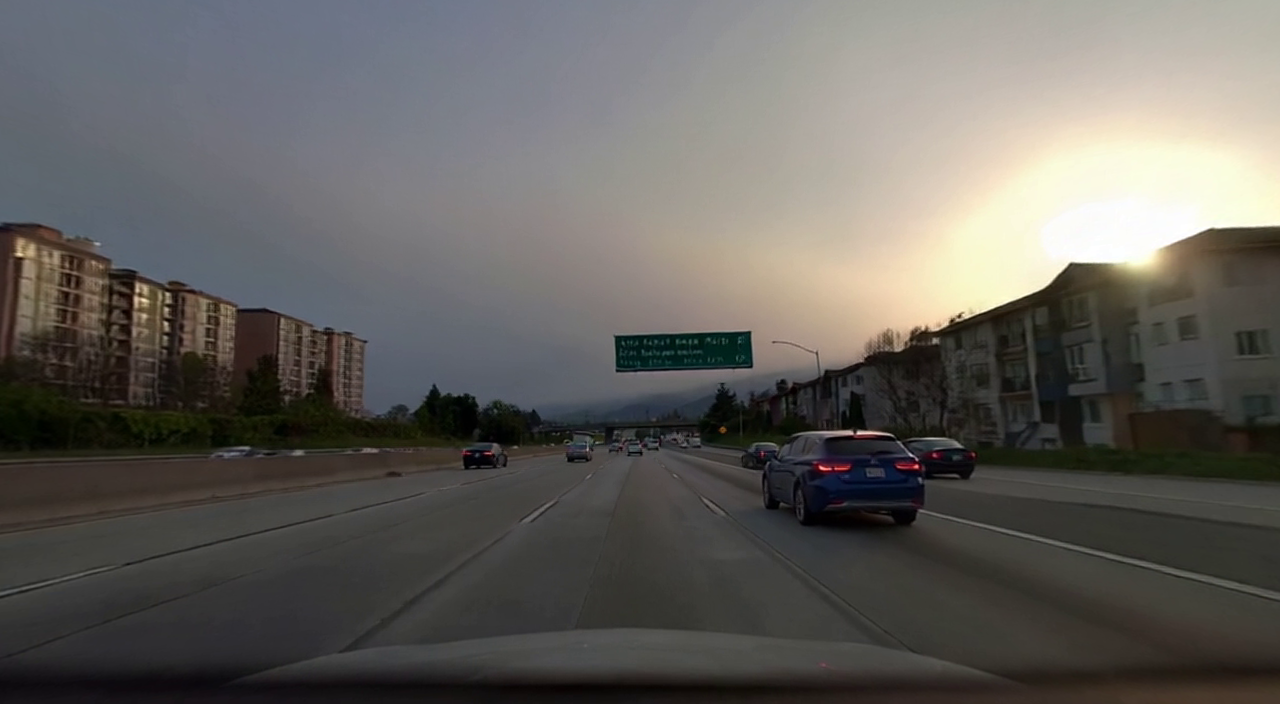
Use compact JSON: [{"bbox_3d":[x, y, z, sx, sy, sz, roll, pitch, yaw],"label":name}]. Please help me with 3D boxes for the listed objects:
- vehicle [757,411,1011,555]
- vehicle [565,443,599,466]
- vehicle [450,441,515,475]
[{"bbox_3d":[3.311,1.885,9.711,2.080,1.694,4.286,0,-9,-1],"label":"vehicle"},{"bbox_3d":[-3.896,6.977,43.150,2.002,1.466,4.378,0,-9,-1],"label":"vehicle"},{"bbox_3d":[-7.586,5.144,30.904,2.021,1.496,4.495,0,-9,0],"label":"vehicle"}]
